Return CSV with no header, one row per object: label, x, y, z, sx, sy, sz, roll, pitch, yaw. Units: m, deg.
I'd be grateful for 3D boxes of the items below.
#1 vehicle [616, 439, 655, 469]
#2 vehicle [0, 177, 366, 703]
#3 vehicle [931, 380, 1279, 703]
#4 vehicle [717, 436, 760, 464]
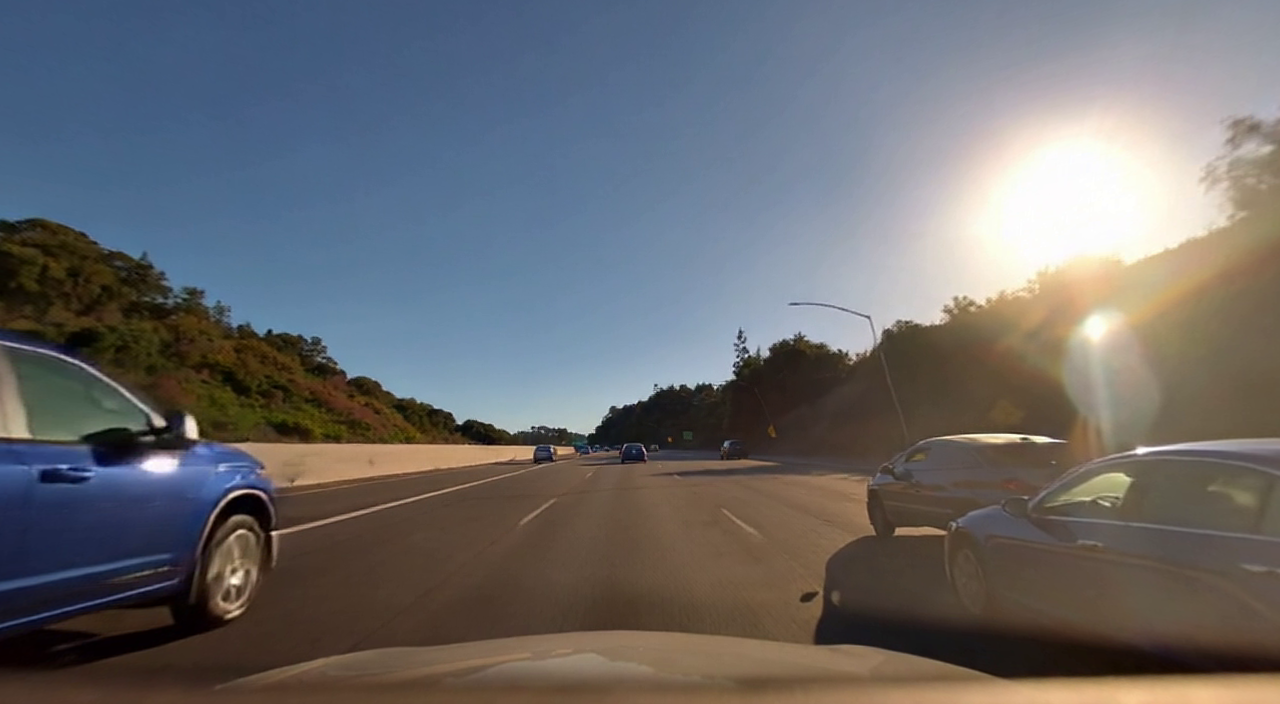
vehicle,-0.286,5.882,36.635,2.157,1.642,4.189,0,-9,-1
vehicle,-3.577,0.458,2.119,2.592,2.179,6.034,0,-9,0
vehicle,3.179,0.861,2.167,2.072,1.501,4.694,0,-9,-1
vehicle,6.907,6.968,45.024,2.103,1.898,5.310,0,-9,-1
